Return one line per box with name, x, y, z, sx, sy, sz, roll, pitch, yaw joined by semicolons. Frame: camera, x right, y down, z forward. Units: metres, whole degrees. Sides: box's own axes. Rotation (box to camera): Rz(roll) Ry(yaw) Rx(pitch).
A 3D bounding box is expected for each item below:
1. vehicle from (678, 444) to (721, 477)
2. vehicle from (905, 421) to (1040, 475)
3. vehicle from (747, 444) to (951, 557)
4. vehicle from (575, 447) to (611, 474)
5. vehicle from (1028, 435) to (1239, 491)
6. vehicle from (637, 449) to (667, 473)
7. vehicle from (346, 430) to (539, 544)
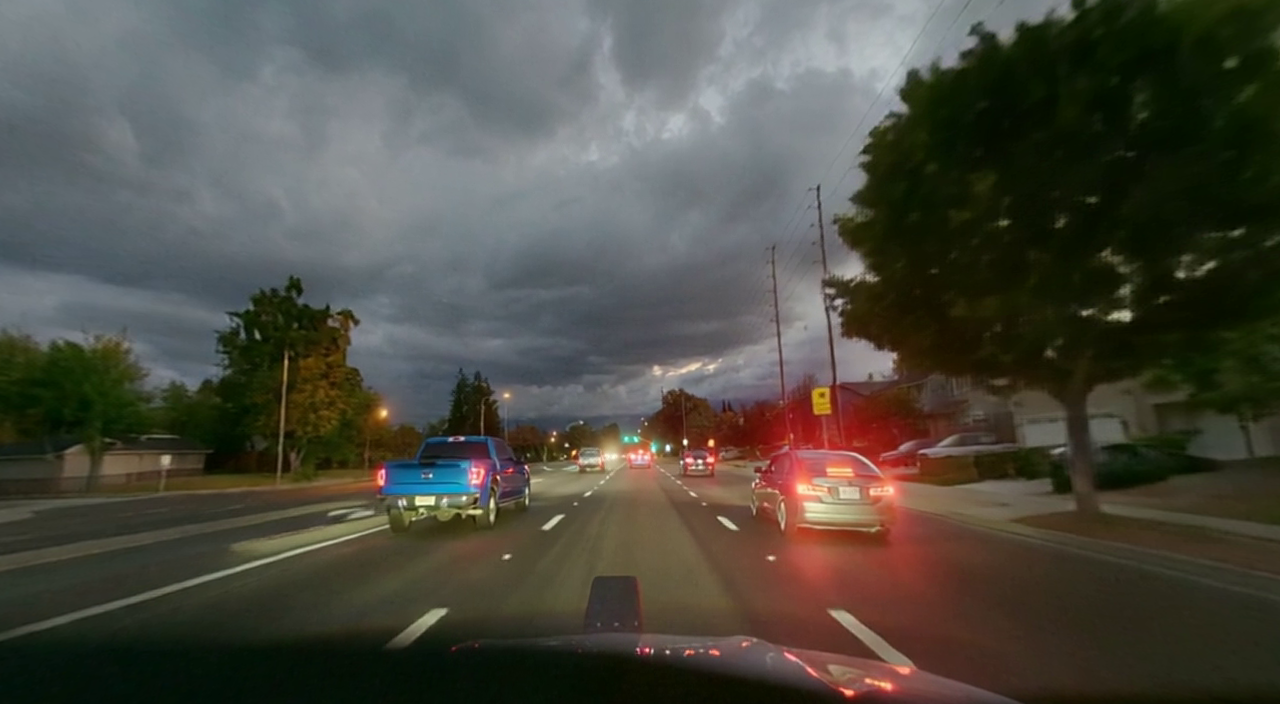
vehicle;3.572;6.621;38.760;2.099;1.845;4.363;0;-9;-2
vehicle;15.167;4.406;29.041;4.801;2.233;2.222;-2;-9;-1
vehicle;3.138;2.286;10.524;1.884;1.463;4.195;0;-9;-1
vehicle;-3.229;7.570;44.355;2.218;1.829;4.492;0;-9;0
vehicle;13.853;3.140;17.960;4.300;1.487;1.877;-1;-9;3
vehicle;0.876;8.008;46.636;1.997;1.636;3.760;0;-9;-2
vehicle;-3.518;2.509;12.568;2.111;1.745;5.274;0;-9;0
